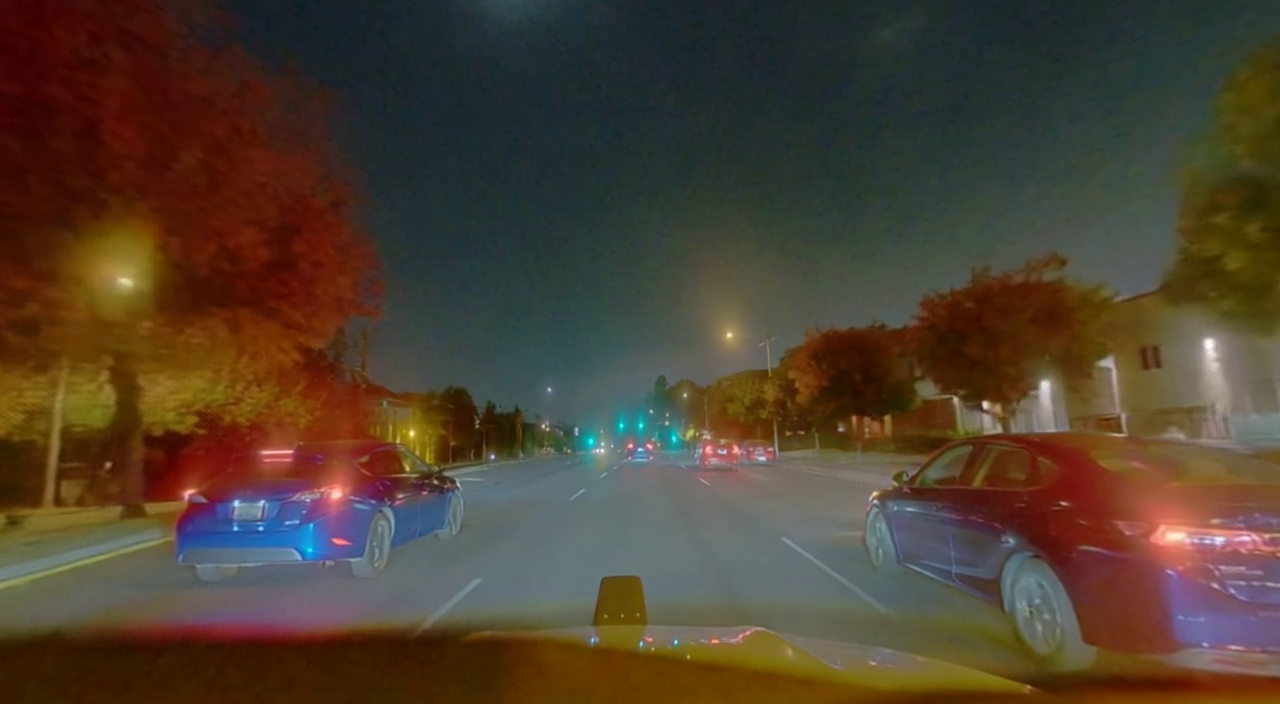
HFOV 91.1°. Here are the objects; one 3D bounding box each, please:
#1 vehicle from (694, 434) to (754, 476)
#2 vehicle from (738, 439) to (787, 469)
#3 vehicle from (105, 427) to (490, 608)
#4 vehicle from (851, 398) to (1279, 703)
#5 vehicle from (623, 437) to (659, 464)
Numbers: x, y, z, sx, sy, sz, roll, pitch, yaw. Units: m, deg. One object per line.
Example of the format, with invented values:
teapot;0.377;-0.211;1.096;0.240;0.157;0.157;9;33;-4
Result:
vehicle;3.610;4.543;27.858;2.019;1.675;4.488;0;-8;0
vehicle;7.138;5.968;37.048;1.933;1.647;4.487;0;-8;-1
vehicle;-3.398;1.706;7.545;1.997;1.479;4.547;0;-8;1
vehicle;3.298;1.226;4.463;2.060;1.474;4.475;0;-8;0
vehicle;0.068;6.565;41.978;2.293;1.662;4.262;0;-8;1
